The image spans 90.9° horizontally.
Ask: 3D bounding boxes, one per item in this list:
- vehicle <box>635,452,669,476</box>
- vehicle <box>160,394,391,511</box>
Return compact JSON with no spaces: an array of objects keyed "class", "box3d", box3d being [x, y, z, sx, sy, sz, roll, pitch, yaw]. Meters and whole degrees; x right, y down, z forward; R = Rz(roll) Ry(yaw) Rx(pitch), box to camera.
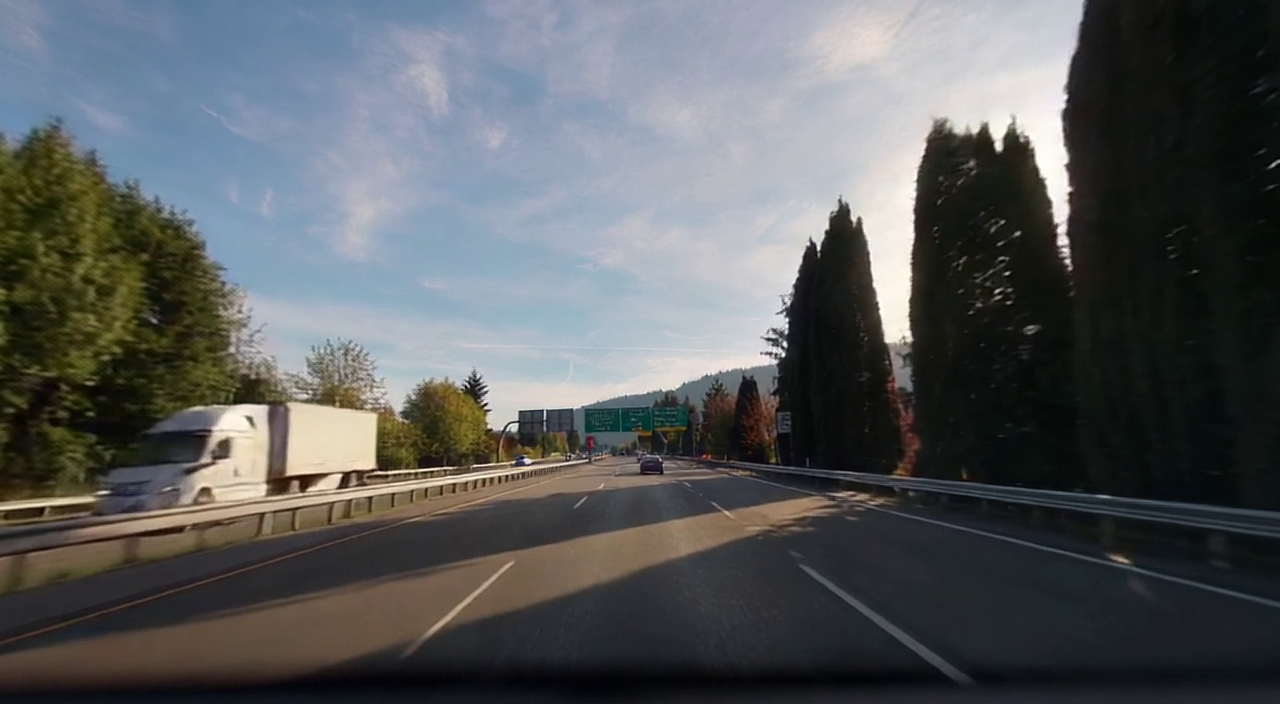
[{"class":"vehicle","box3d":[0.729,7.025,39.713,2.036,1.457,3.471,0,-9,-1]},{"class":"vehicle","box3d":[-13.861,4.047,25.567,3.366,3.773,9.860,0,-9,0]}]
